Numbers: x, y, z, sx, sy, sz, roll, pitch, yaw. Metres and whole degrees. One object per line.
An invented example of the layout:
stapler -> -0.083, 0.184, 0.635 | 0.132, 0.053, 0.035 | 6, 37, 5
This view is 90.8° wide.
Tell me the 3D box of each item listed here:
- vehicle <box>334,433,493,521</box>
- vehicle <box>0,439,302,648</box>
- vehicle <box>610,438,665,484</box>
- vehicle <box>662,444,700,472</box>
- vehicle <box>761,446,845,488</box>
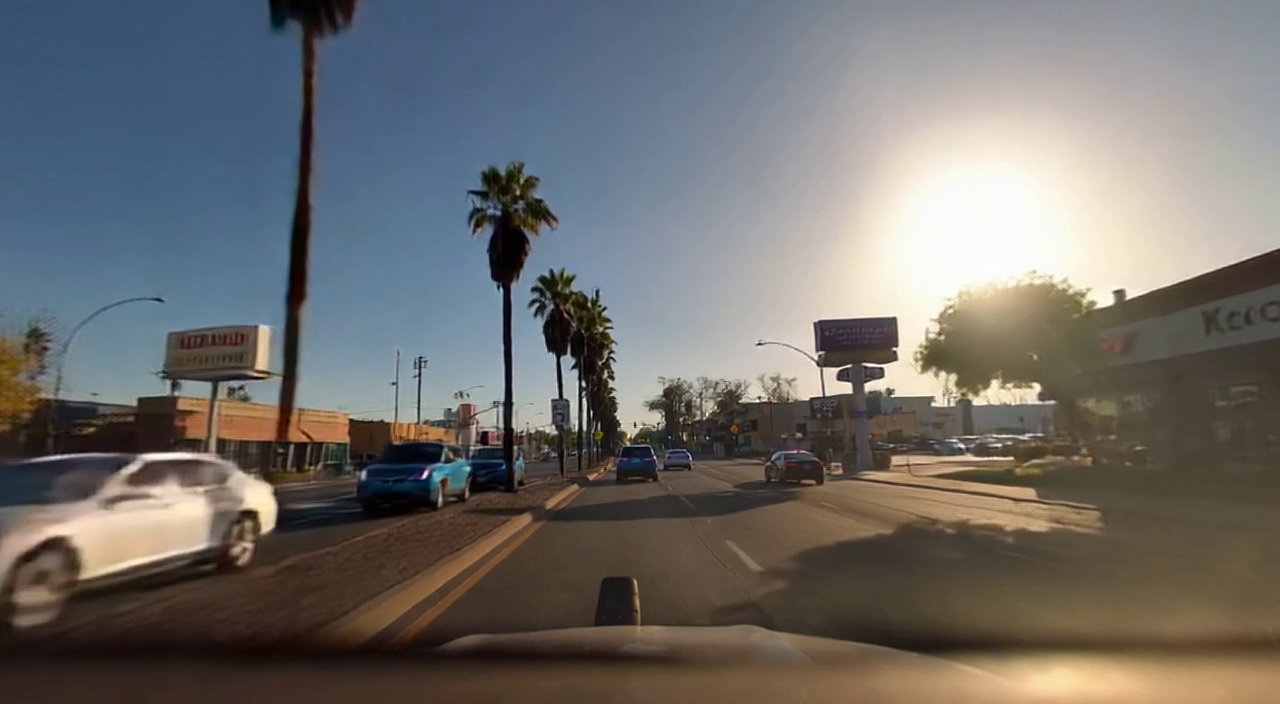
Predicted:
vehicle -> -5.147, 2.880, 15.170 | 2.160, 1.769, 4.494 | 0, -8, 0
vehicle -> -5.553, 1.638, 6.236 | 2.017, 1.463, 4.384 | -1, -8, 0
vehicle -> -0.148, 4.633, 27.098 | 2.151, 1.787, 4.109 | 0, -8, -1
vehicle -> 2.646, 6.993, 41.975 | 2.112, 1.710, 4.234 | 0, -8, -1
vehicle -> 6.197, 4.394, 24.571 | 1.944, 1.447, 4.309 | 0, -8, -2
